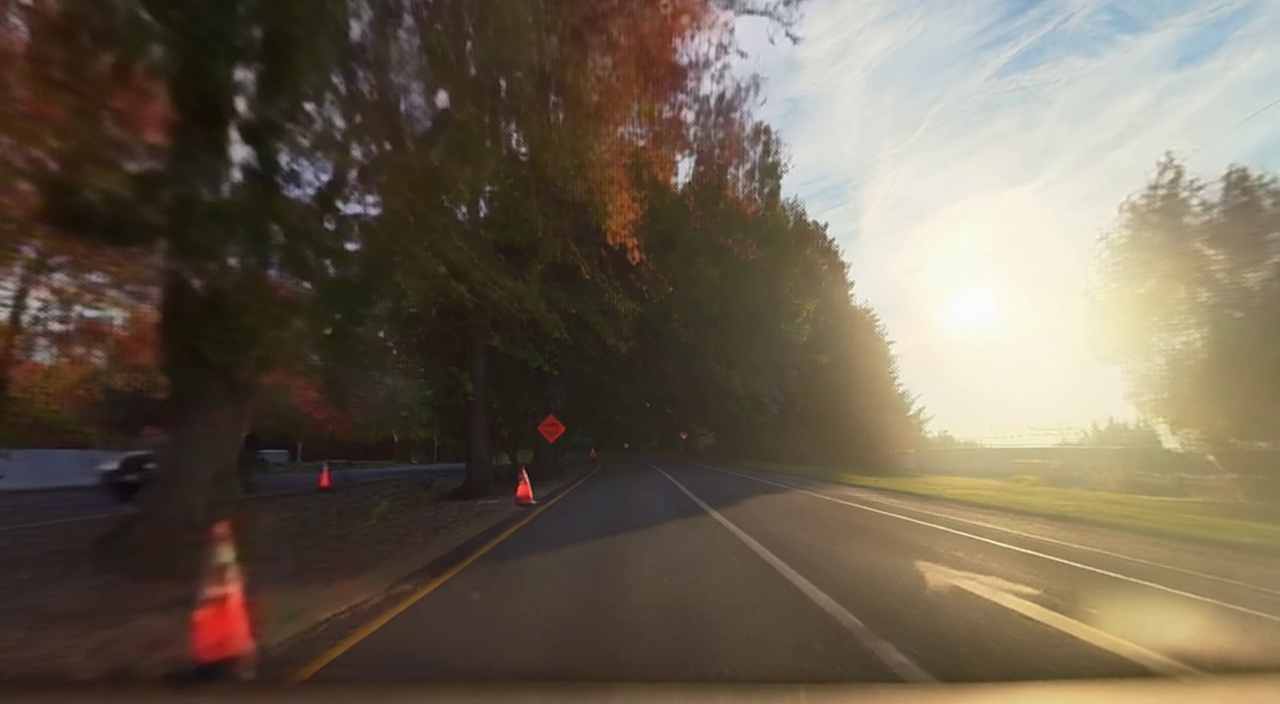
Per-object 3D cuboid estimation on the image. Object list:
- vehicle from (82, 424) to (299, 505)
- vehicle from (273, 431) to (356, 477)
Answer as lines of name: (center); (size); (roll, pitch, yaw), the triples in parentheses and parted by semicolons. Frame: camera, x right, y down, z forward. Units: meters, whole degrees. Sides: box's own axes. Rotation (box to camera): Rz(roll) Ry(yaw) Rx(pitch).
vehicle: (-11.152, 2.818, 16.242); (2.236, 1.758, 4.564); (0, -9, -1)
vehicle: (-15.739, 4.942, 30.771); (2.340, 2.062, 3.192); (0, -9, -3)
